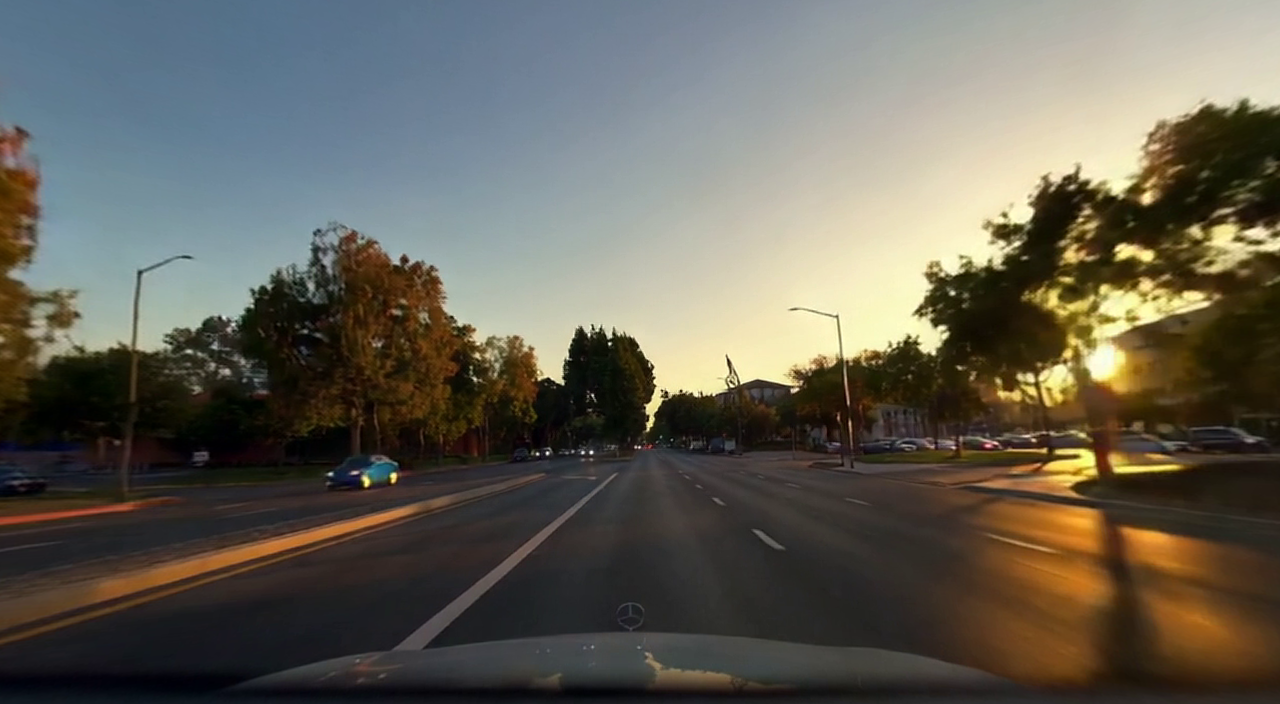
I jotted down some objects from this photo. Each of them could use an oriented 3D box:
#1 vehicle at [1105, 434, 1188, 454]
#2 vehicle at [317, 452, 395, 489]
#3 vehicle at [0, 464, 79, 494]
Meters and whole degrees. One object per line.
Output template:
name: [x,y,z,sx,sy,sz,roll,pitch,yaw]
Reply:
vehicle: [39.390,7.185,49.122,1.790,1.416,4.627,5,-10,-32]
vehicle: [-14.831,6.172,33.224,1.983,1.725,4.359,0,-8,1]
vehicle: [-41.002,8.399,41.702,5.288,1.786,2.076,2,-9,-15]
